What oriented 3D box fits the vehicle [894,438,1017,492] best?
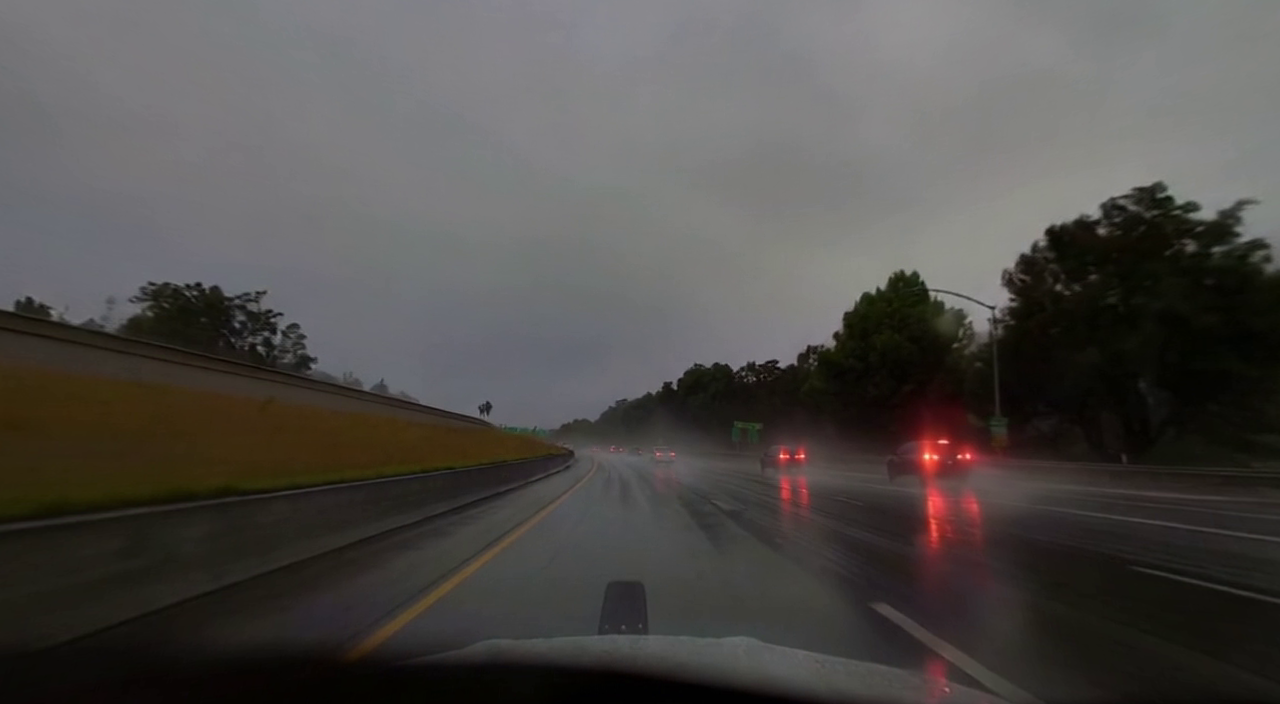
[{"bbox_3d":[10.661,3.832,21.644,1.986,1.644,4.126,0,-8,-2],"label":"vehicle"}]

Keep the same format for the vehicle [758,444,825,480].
[{"bbox_3d":[6.787,4.930,28.462,1.940,1.482,3.644,1,-8,-3],"label":"vehicle"}]
